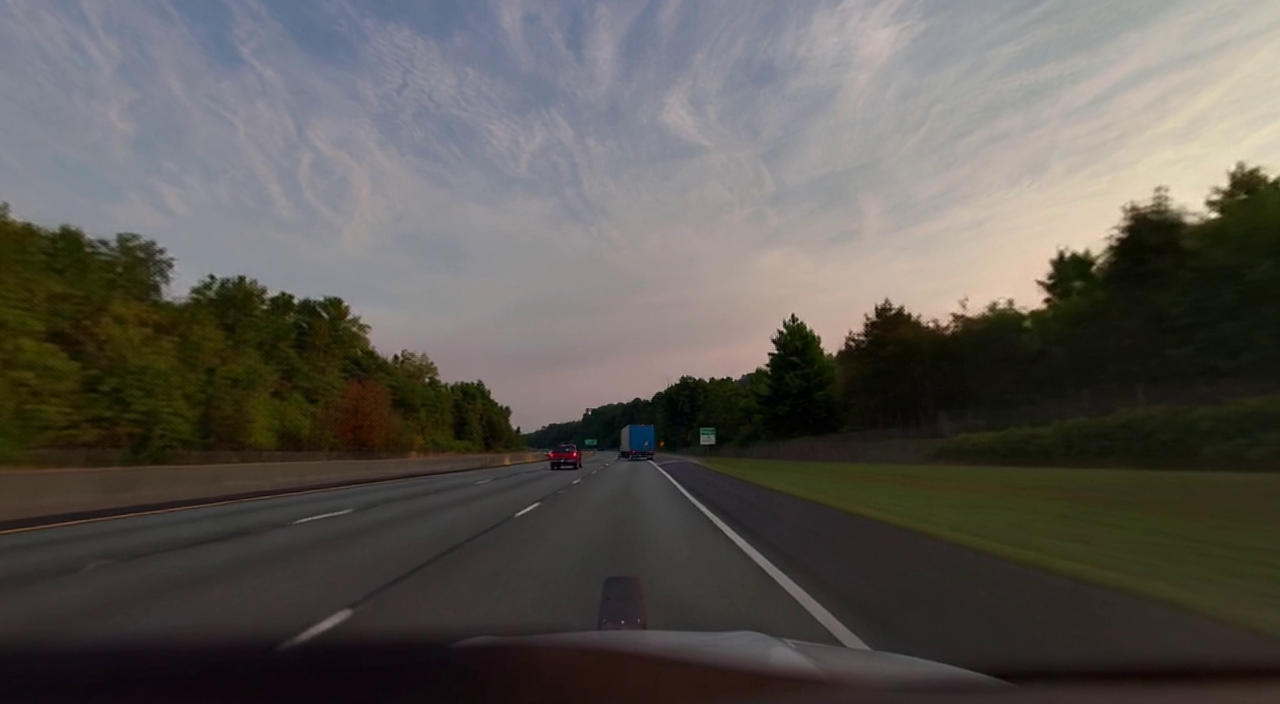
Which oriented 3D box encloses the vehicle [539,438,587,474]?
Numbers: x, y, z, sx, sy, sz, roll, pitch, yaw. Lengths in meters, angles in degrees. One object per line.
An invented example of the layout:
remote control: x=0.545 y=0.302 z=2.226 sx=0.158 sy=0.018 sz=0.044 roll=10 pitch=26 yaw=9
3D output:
vehicle: x=-4.329 y=5.985 z=36.462 sx=2.124 sy=1.888 sz=5.226 roll=0 pitch=-9 yaw=0
